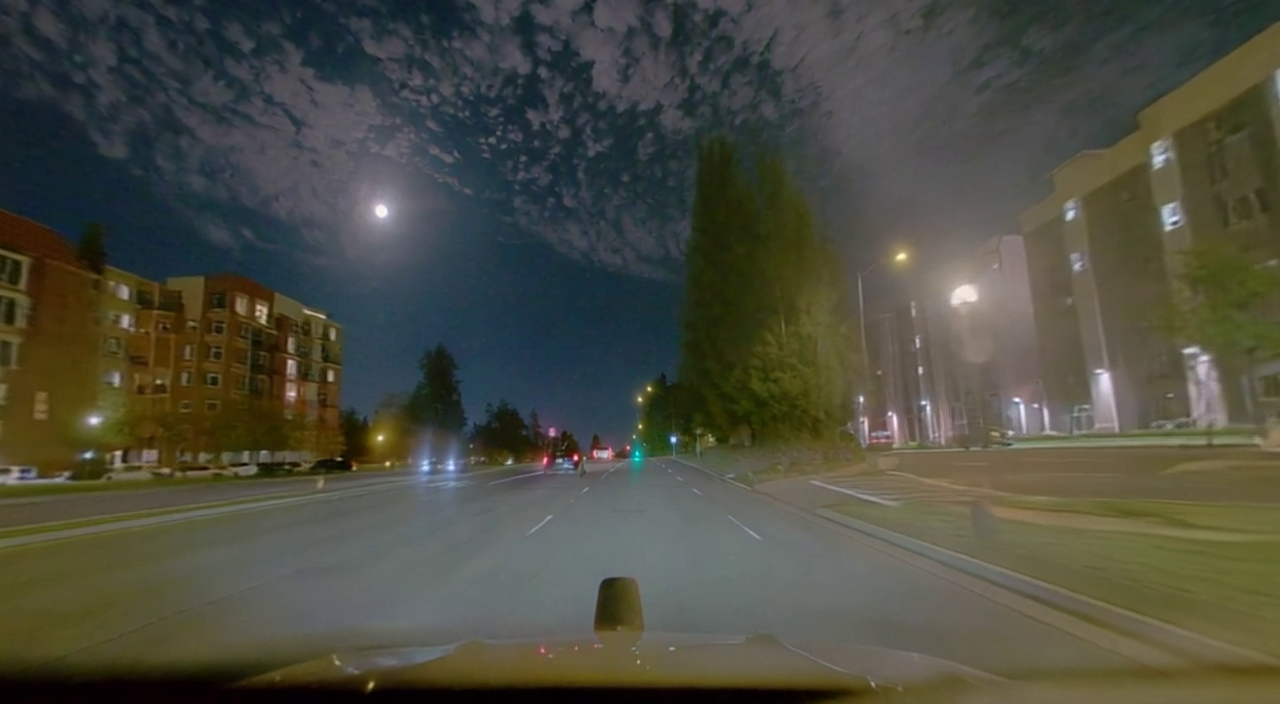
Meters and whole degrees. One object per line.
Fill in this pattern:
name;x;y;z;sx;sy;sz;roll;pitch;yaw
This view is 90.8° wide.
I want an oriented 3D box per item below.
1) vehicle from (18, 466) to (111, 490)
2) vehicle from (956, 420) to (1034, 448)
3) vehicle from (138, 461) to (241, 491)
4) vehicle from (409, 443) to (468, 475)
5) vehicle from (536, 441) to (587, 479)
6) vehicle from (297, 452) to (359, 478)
vehicle;-36.984;8.092;40.636;4.257;1.446;1.817;-1;-8;2
vehicle;25.152;5.903;45.060;2.195;1.814;5.872;0;-8;0
vehicle;-26.171;7.186;36.871;1.812;1.507;4.428;-5;-10;29
vehicle;-12.208;6.501;38.578;2.071;1.817;4.634;0;-9;0
vehicle;-3.814;5.349;31.561;1.959;1.741;4.141;0;-9;1
vehicle;-23.085;8.358;46.951;2.059;1.783;4.824;-1;-9;1
